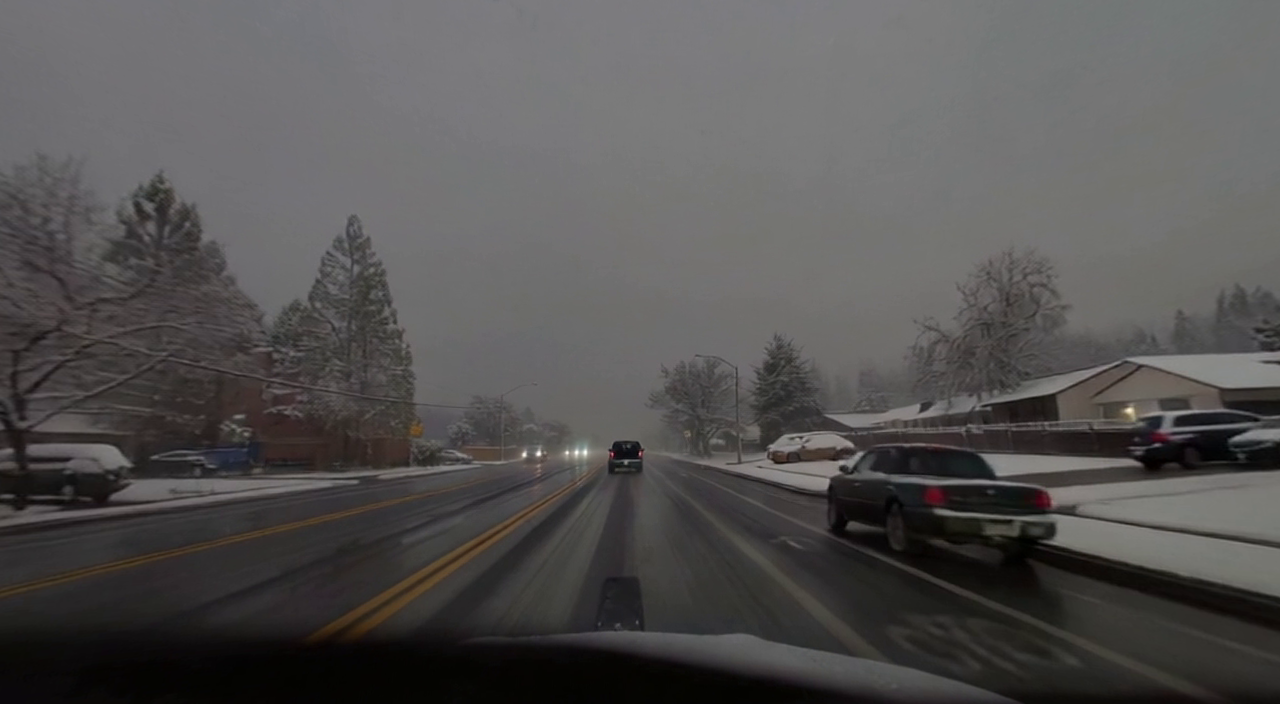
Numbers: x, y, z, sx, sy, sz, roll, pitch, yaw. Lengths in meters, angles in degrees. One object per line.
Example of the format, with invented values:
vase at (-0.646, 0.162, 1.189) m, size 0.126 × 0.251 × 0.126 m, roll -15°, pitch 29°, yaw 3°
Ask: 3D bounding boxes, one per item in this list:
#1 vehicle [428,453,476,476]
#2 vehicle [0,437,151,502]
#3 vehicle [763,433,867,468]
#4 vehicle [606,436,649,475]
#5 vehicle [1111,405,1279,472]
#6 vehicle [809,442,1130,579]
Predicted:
vehicle at (-13.599, 8.152, 45.987) m, size 1.950 × 1.530 × 4.856 m, roll 0°, pitch -9°, yaw 0°
vehicle at (-19.817, 3.880, 20.822) m, size 5.551 × 1.870 × 2.183 m, roll -2°, pitch -8°, yaw -1°
vehicle at (10.397, 5.876, 37.883) m, size 5.526 × 1.849 × 2.213 m, roll -1°, pitch -6°, yaw -2°
vehicle at (-0.651, 5.551, 34.019) m, size 2.153 × 1.942 × 4.767 m, roll 0°, pitch -9°, yaw 0°
vehicle at (17.665, 2.659, 19.266) m, size 4.955 × 1.873 × 2.252 m, roll 1°, pitch -9°, yaw -7°
vehicle at (4.302, 2.118, 9.492) m, size 2.001 × 1.480 × 5.022 m, roll 0°, pitch -9°, yaw -2°
